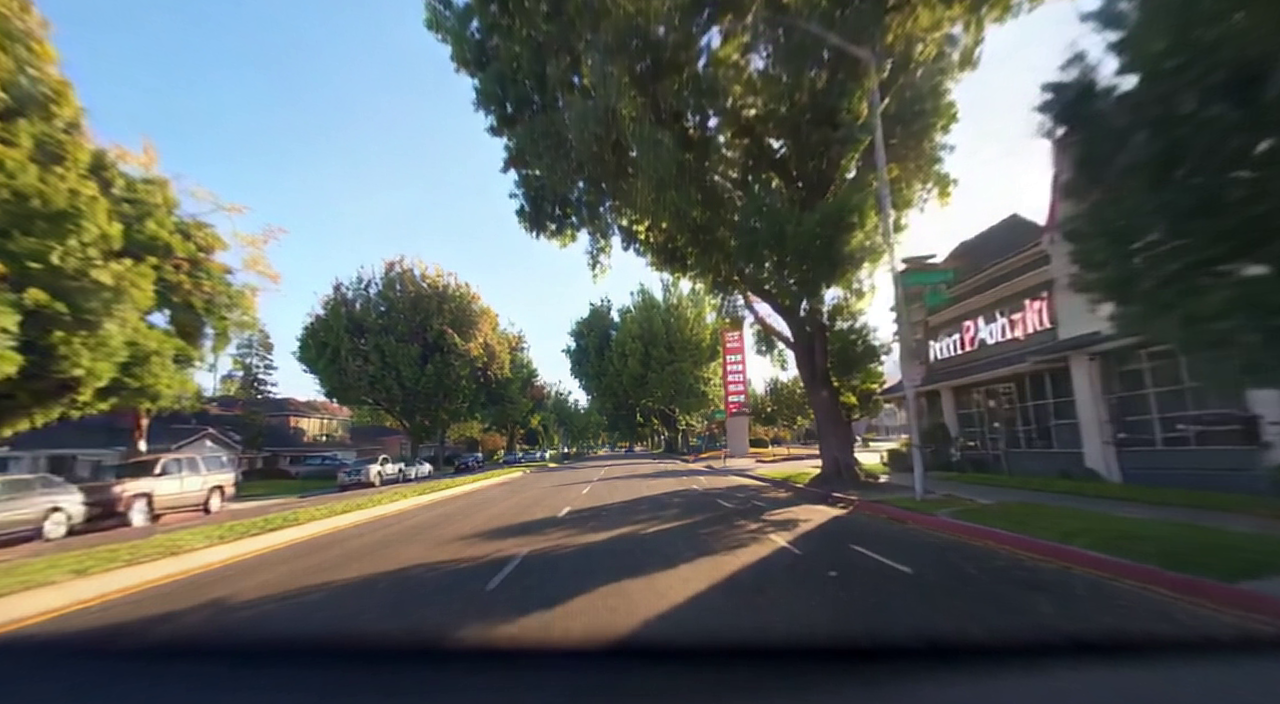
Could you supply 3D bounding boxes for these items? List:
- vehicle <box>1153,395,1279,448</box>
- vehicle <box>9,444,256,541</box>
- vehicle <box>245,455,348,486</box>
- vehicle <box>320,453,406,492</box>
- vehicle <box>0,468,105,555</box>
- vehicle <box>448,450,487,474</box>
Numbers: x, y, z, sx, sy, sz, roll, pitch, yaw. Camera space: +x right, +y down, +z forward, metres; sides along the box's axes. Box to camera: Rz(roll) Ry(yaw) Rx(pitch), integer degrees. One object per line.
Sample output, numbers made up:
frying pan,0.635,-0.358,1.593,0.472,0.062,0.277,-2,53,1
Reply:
vehicle,24.908,2.830,25.237,2.392,1.996,6.238,5,-10,-32
vehicle,-12.661,3.469,16.413,2.351,1.905,5.138,-4,-9,-3
vehicle,-21.226,7.323,39.233,5.007,1.736,2.350,0,-8,-5
vehicle,-12.748,5.522,29.433,1.897,1.564,4.875,0,-8,-1
vehicle,-12.447,2.920,11.394,1.958,1.457,4.254,0,-8,-2
vehicle,-13.212,8.431,48.522,1.953,1.558,3.839,-5,-8,-3
